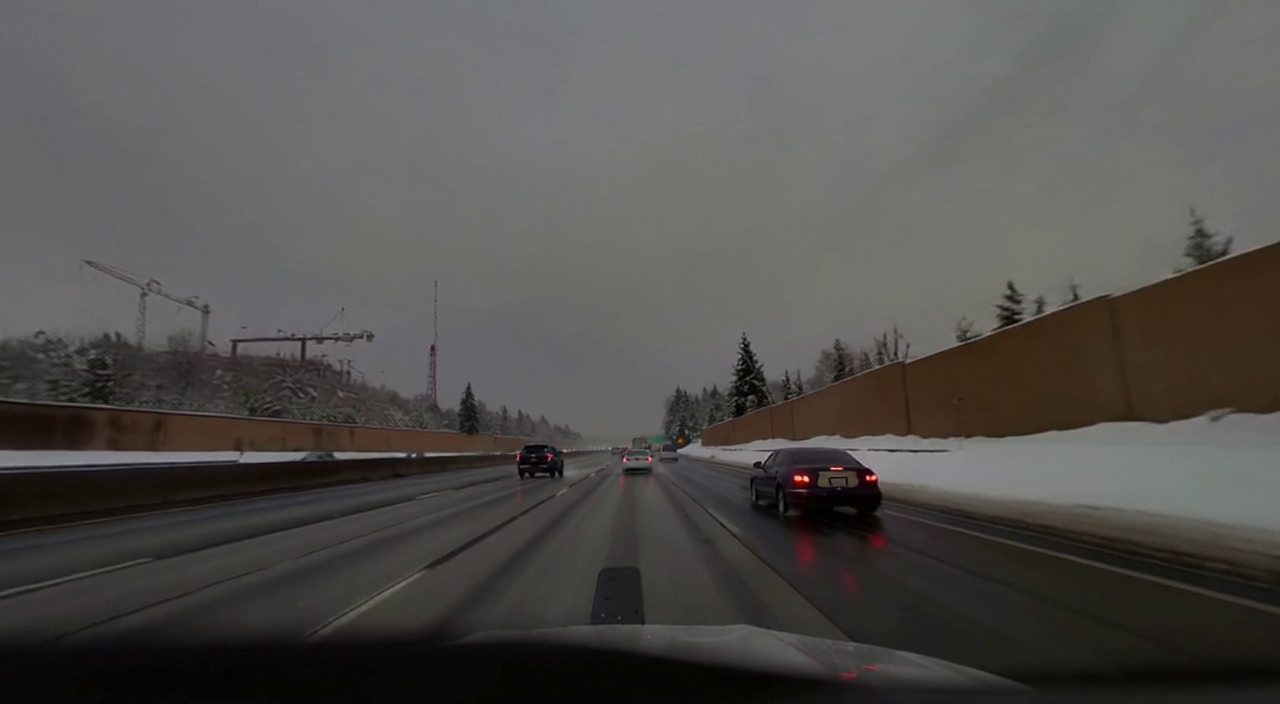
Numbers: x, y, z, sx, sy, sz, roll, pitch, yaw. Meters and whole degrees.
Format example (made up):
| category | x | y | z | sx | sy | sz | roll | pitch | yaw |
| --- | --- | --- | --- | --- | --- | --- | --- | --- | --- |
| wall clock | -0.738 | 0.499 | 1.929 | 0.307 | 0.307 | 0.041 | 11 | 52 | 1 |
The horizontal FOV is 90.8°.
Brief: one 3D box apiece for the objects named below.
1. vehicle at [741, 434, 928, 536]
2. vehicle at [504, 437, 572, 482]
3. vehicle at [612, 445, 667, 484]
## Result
| category | x | y | z | sx | sy | sz | roll | pitch | yaw |
| --- | --- | --- | --- | --- | --- | --- | --- | --- | --- |
| vehicle | 3.275 | 2.326 | 11.748 | 1.917 | 1.507 | 4.540 | 0 | -8 | -2 |
| vehicle | -4.271 | 4.566 | 27.124 | 2.121 | 1.775 | 4.335 | 0 | -8 | 1 |
| vehicle | -0.047 | 4.542 | 25.847 | 2.045 | 1.452 | 4.040 | 0 | -8 | -1 |
